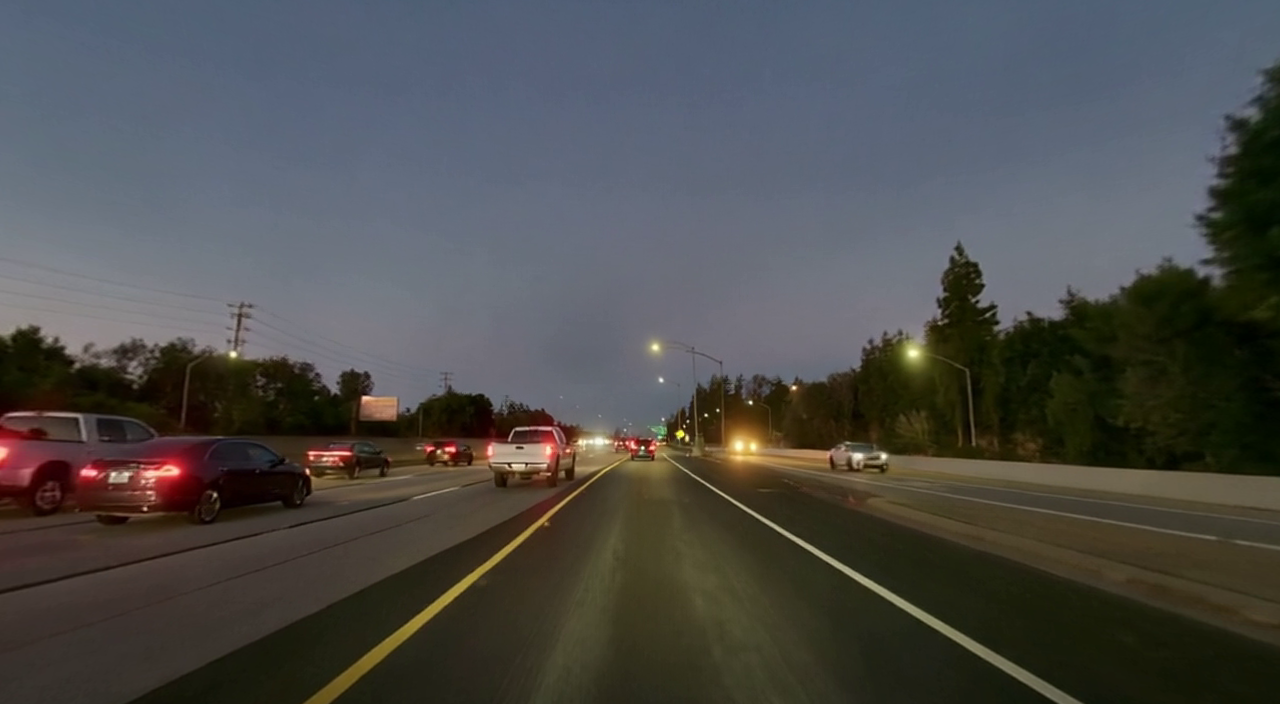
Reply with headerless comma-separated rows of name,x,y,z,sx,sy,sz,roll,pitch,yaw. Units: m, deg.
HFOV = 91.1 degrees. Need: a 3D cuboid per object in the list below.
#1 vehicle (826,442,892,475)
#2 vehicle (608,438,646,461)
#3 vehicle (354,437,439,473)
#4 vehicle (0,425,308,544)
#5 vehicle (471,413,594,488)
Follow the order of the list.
vehicle,11.973,5.828,34.666,2.048,1.720,4.524,0,-8,1
vehicle,-0.854,6.733,43.517,2.013,1.444,4.447,-1,-8,6
vehicle,-10.849,4.611,28.418,1.884,1.453,4.579,0,-8,2
vehicle,-7.635,1.989,10.162,1.964,1.481,4.425,0,-8,2
vehicle,-3.251,3.225,20.902,2.815,2.092,6.526,0,-8,1
